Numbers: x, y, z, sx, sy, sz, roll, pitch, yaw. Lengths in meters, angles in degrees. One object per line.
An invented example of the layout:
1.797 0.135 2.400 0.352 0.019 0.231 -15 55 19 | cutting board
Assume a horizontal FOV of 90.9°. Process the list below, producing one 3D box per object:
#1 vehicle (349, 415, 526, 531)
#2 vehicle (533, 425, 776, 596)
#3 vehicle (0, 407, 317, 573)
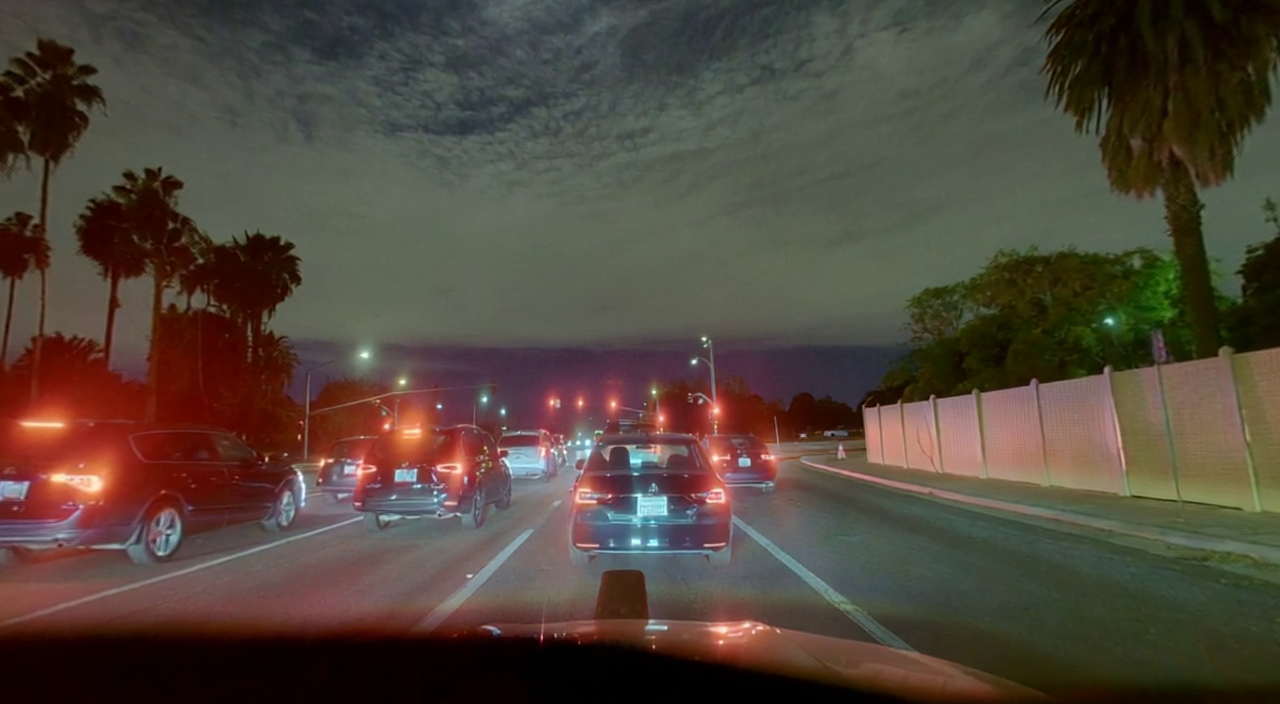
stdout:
-3.474 2.156 11.777 2.007 1.746 4.136 0 -8 -1 | vehicle
0.063 1.709 7.744 2.128 1.473 4.272 0 -8 -2 | vehicle
-6.677 1.779 8.902 1.963 1.721 4.467 0 -8 -2 | vehicle
